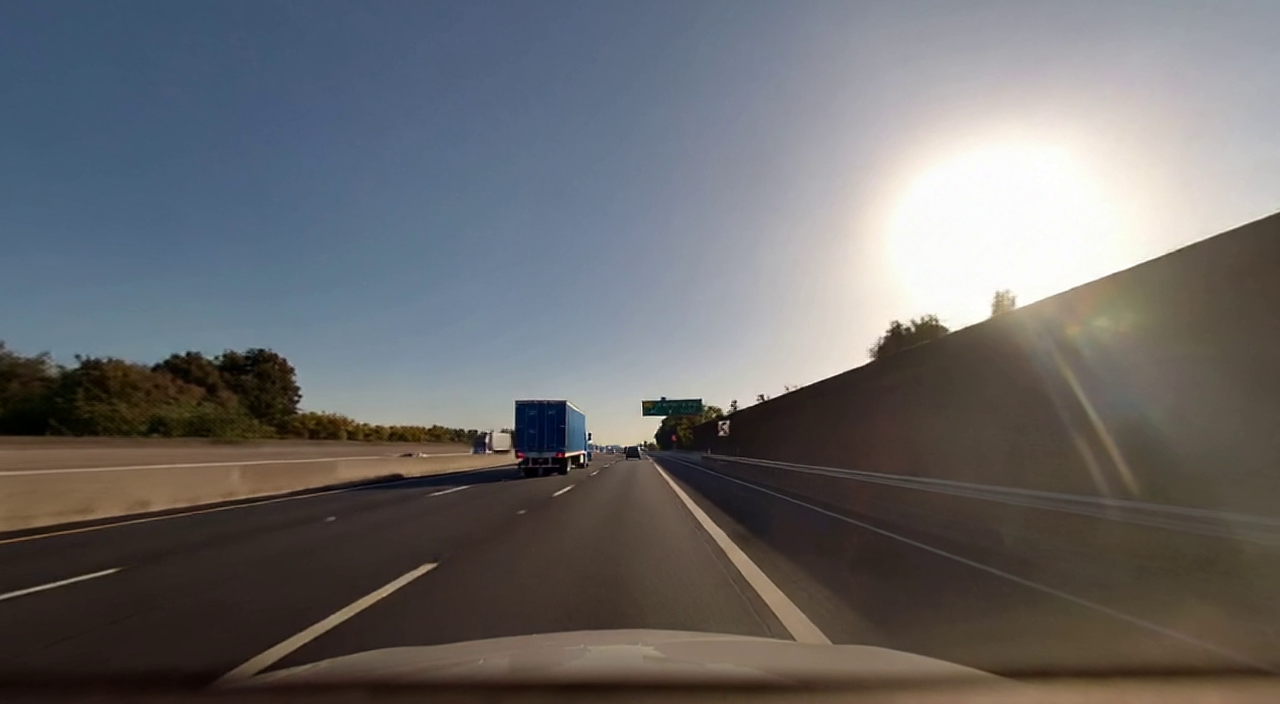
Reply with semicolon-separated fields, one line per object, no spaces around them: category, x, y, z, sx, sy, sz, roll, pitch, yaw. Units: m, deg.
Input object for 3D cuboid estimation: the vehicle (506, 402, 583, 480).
vehicle;-4.571;4.517;31.856;2.707;3.461;7.191;0;-9;0
